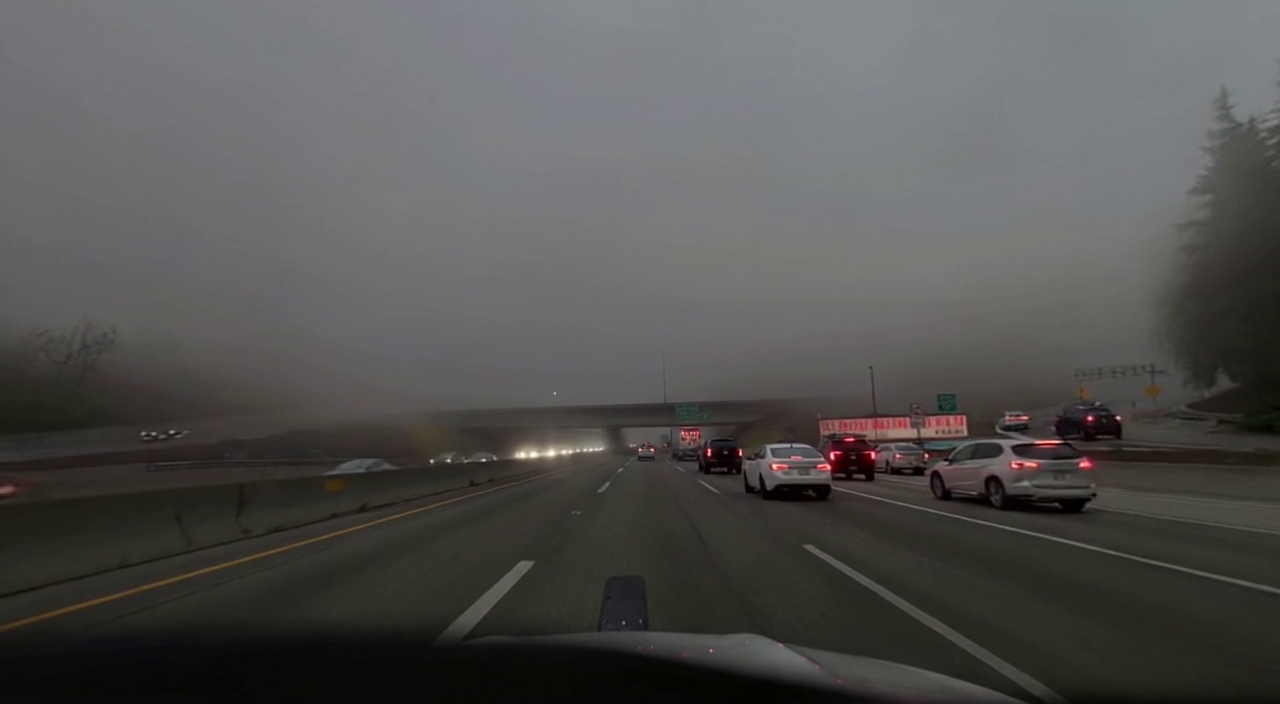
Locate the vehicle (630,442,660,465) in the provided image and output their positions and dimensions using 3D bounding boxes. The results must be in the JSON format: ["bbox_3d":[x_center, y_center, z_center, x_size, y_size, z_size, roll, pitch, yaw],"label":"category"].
[{"bbox_3d":[0.368,7.613,47.609,2.124,1.639,4.122,0,-8,0],"label":"vehicle"}]

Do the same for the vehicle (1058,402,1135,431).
[{"bbox_3d":[33.083,4.760,45.906,2.131,1.840,4.870,-1,-8,4],"label":"vehicle"}]

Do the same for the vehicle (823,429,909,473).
[{"bbox_3d":[11.158,4.948,31.694,2.193,2.025,5.606,0,-8,0],"label":"vehicle"}]

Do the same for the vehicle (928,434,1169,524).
[{"bbox_3d":[7.792,2.424,12.678,1.919,1.476,4.303,0,-8,-1],"label":"vehicle"}]

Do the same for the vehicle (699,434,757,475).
[{"bbox_3d":[4.286,5.068,31.408,2.086,1.858,4.737,0,-8,-1],"label":"vehicle"}]

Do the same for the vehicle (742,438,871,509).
[{"bbox_3d":[3.858,2.892,15.537,1.902,1.481,4.451,0,-8,-1],"label":"vehicle"}]
